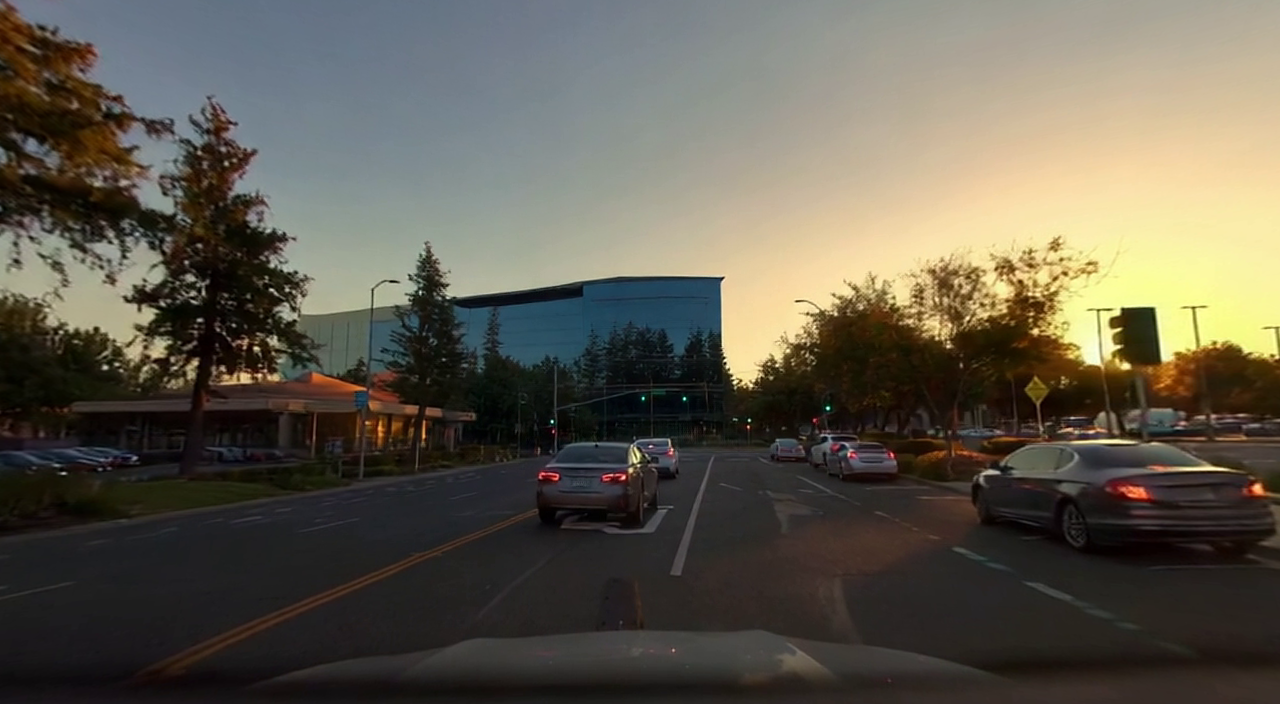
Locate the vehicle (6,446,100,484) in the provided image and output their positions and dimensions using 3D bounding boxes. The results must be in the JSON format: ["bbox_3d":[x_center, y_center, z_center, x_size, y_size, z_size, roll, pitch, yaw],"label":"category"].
[{"bbox_3d":[-26.462,5.024,28.463,4.127,1.583,1.978,-5,-10,32],"label":"vehicle"}]

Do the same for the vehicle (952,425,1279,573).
[{"bbox_3d":[6.169,1.819,8.690,1.857,1.483,4.430,-1,-8,6],"label":"vehicle"}]

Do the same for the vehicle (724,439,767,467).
[{"bbox_3d":[5.906,5.677,35.801,2.095,1.473,4.301,-1,-8,6],"label":"vehicle"}]

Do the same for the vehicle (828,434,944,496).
[{"bbox_3d":[6.677,3.082,17.713,1.910,1.493,4.490,-1,-8,7],"label":"vehicle"}]

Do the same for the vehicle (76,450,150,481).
[{"bbox_3d":[-25.868,5.526,30.962,3.527,1.390,1.681,-5,-10,32],"label":"vehicle"}]

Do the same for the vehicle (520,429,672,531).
[{"bbox_3d":[-0.565,2.220,11.600,1.968,1.497,4.286,-1,-8,7],"label":"vehicle"}]
